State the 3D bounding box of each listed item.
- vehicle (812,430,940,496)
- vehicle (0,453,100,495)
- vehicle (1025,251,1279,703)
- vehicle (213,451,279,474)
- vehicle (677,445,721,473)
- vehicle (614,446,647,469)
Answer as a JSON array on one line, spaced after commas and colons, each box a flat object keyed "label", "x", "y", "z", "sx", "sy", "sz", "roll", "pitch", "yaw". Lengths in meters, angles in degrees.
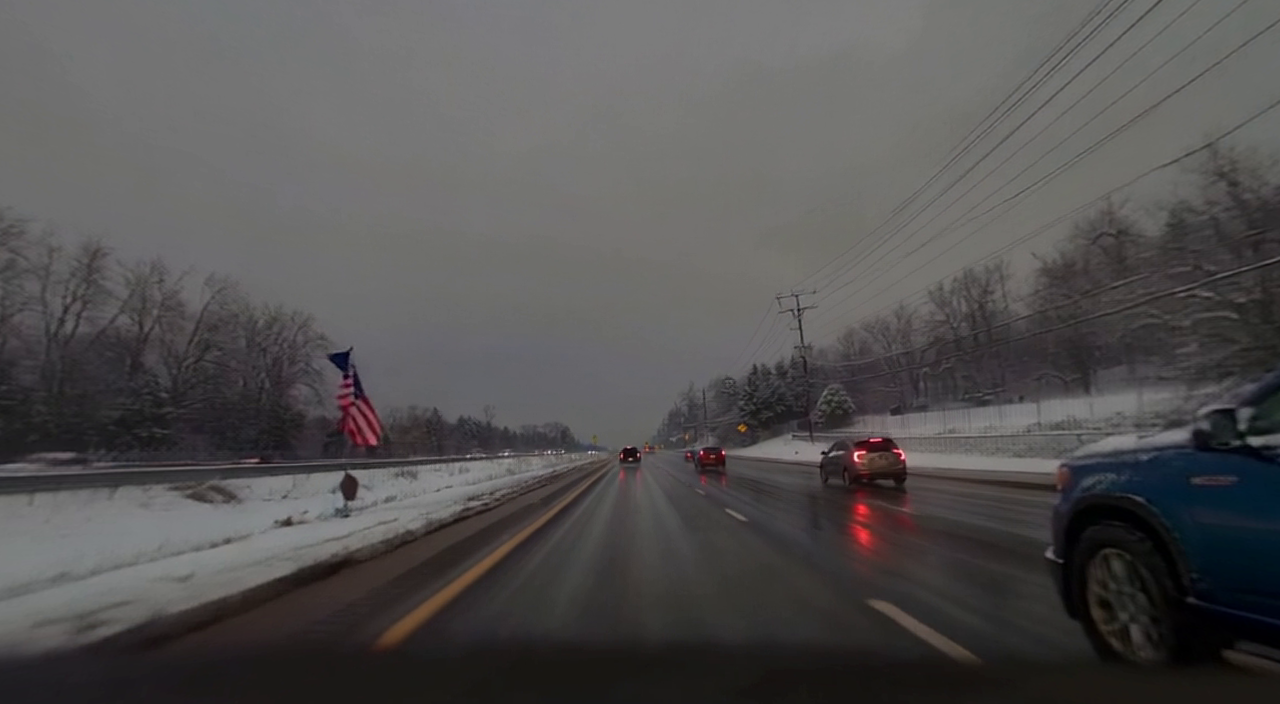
[{"label": "vehicle", "x": 7.250, "y": 3.457, "z": 20.071, "sx": 2.114, "sy": 1.800, "sz": 4.779, "roll": 0, "pitch": -8, "yaw": -1}, {"label": "vehicle", "x": -24.633, "y": 4.821, "z": 25.341, "sx": 1.913, "sy": 1.482, "sz": 4.512, "roll": 0, "pitch": -8, "yaw": 0}, {"label": "vehicle", "x": 3.655, "y": 0.400, "z": 0.778, "sx": 2.461, "sy": 2.013, "sz": 6.075, "roll": 0, "pitch": -8, "yaw": -1}, {"label": "vehicle", "x": -29.059, "y": 8.151, "z": 46.806, "sx": 2.040, "sy": 1.608, "sz": 4.477, "roll": 0, "pitch": -8, "yaw": -1}, {"label": "vehicle", "x": 3.313, "y": 6.091, "z": 36.145, "sx": 1.978, "sy": 1.488, "sz": 4.252, "roll": 0, "pitch": -8, "yaw": -2}, {"label": "vehicle", "x": -0.605, "y": 6.922, "z": 41.628, "sx": 2.085, "sy": 1.449, "sz": 3.860, "roll": 0, "pitch": -8, "yaw": -1}]
